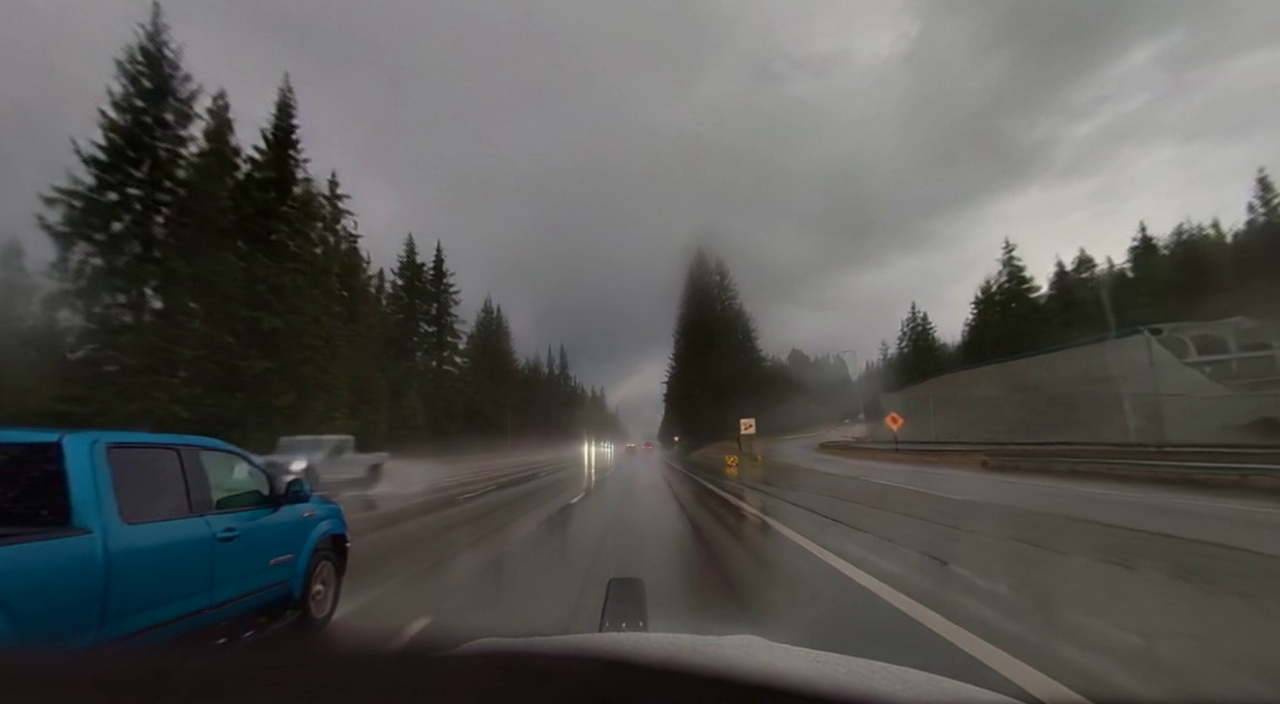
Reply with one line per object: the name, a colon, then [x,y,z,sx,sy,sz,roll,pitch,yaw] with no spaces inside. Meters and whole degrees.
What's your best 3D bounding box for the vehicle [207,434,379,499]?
vehicle: [-11.341,3.757,21.401,2.275,1.845,6.252,0,-8,0]
